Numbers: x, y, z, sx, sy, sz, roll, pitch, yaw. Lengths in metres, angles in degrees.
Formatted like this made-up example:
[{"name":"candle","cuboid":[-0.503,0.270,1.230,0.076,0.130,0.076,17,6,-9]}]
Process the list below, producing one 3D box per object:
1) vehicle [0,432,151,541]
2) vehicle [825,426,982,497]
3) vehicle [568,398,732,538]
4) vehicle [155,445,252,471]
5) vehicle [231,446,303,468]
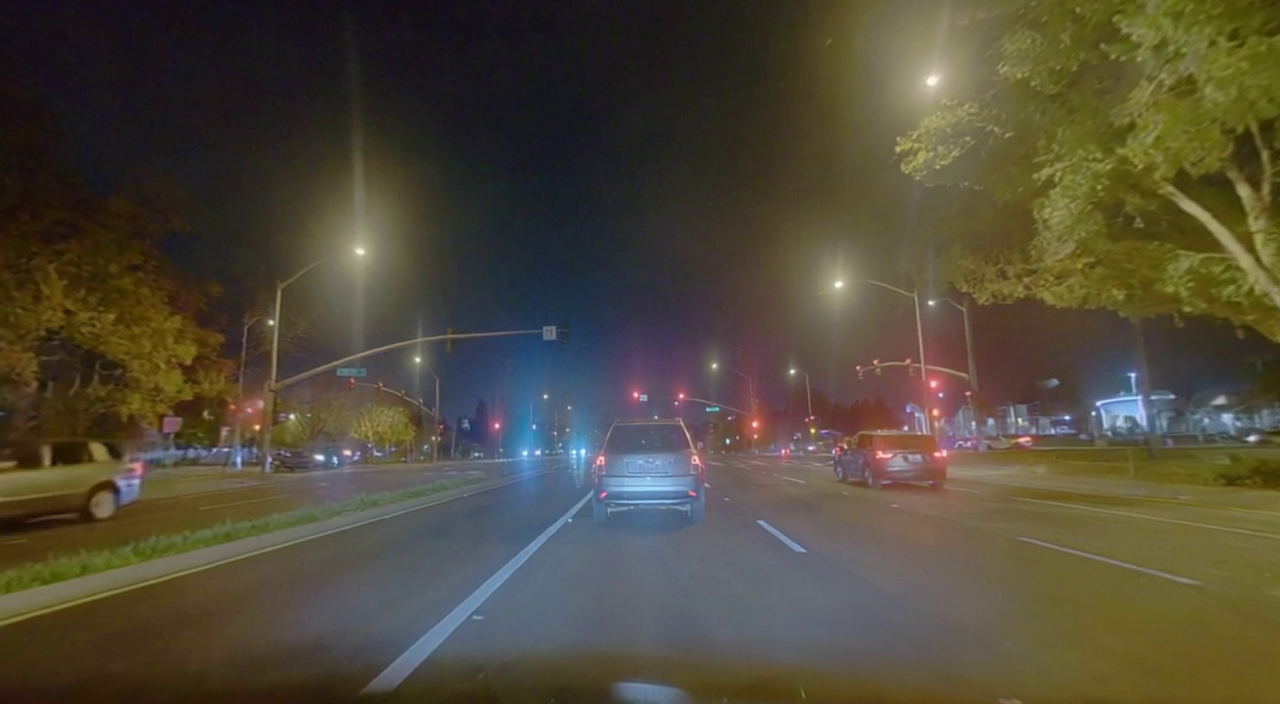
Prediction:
[{"name":"vehicle","cuboid":[-10.843,2.163,10.380,2.209,1.627,4.582,1,-9,-5]},{"name":"vehicle","cuboid":[7.056,2.991,17.612,2.447,1.707,4.396,0,-9,0]},{"name":"vehicle","cuboid":[0.213,1.957,11.205,2.267,1.926,4.708,0,-9,2]},{"name":"vehicle","cuboid":[-30.245,7.329,43.936,5.244,1.715,1.950,0,-9,1]},{"name":"vehicle","cuboid":[-27.634,7.755,46.922,4.100,1.567,1.868,0,-9,1]}]
